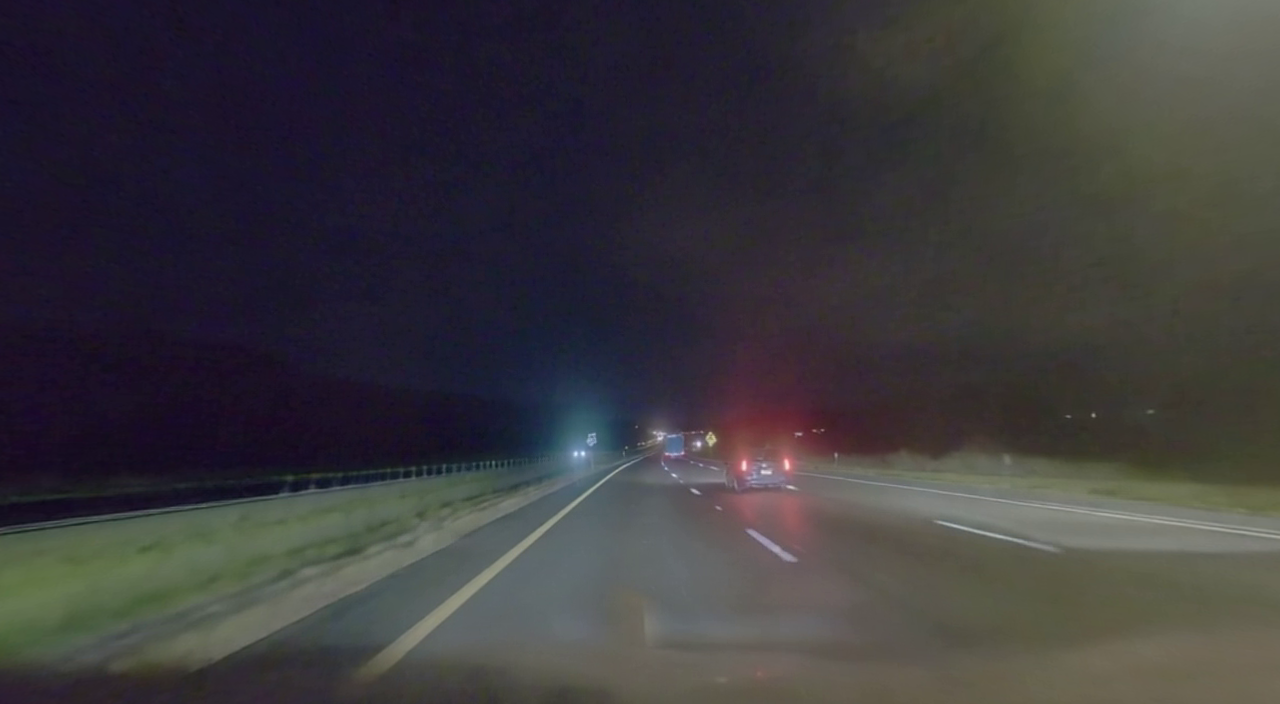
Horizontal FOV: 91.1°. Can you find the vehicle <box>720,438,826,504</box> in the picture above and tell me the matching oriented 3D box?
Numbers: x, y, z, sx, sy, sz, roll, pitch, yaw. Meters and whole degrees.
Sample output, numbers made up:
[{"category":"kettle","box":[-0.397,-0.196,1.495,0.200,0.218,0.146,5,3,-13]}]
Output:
[{"category":"vehicle","box":[3.495,3.200,17.291,2.024,1.579,3.707,0,-9,-1]}]
